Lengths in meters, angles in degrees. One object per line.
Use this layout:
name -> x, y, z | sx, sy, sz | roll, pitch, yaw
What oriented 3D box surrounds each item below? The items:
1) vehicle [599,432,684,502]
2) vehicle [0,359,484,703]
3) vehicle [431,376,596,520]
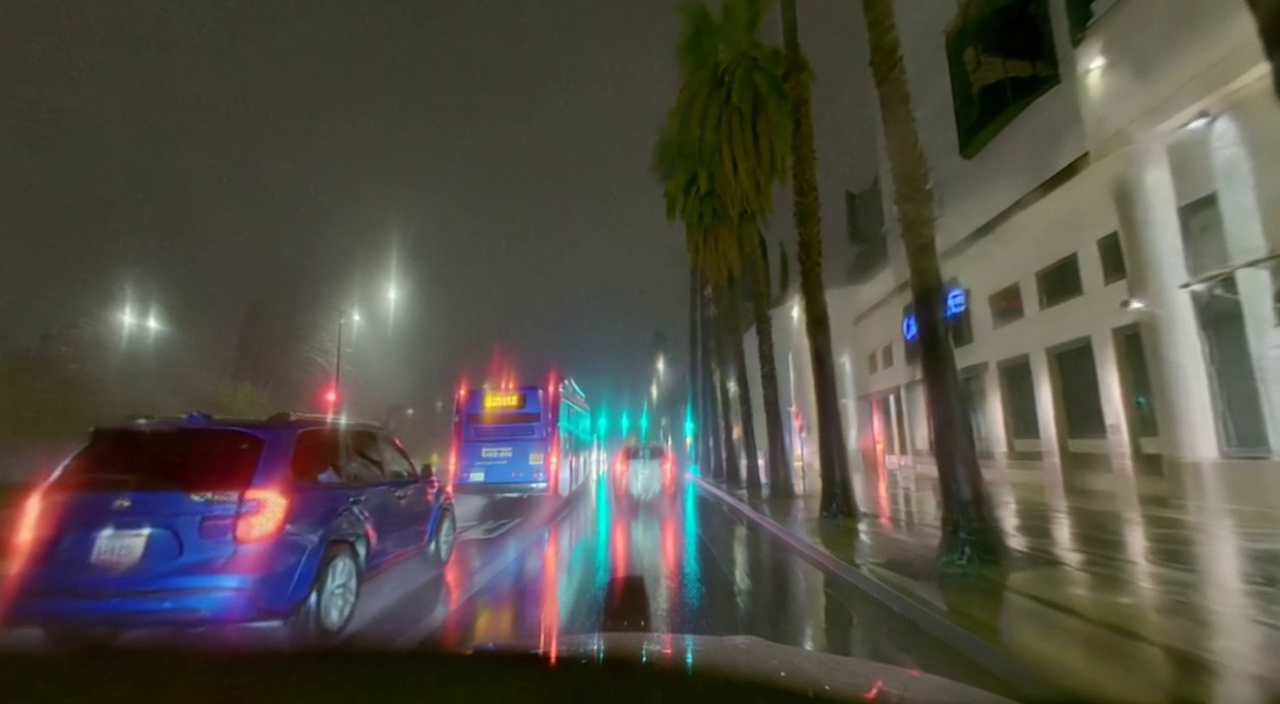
vehicle -> 0.057, 3.166, 17.681 | 2.120, 1.727, 3.917 | 0, -9, 0
vehicle -> -3.001, 1.270, 5.320 | 2.124, 1.799, 4.587 | 0, -9, 1
vehicle -> -2.987, 2.661, 17.708 | 2.775, 3.064, 8.297 | 0, -9, 1
